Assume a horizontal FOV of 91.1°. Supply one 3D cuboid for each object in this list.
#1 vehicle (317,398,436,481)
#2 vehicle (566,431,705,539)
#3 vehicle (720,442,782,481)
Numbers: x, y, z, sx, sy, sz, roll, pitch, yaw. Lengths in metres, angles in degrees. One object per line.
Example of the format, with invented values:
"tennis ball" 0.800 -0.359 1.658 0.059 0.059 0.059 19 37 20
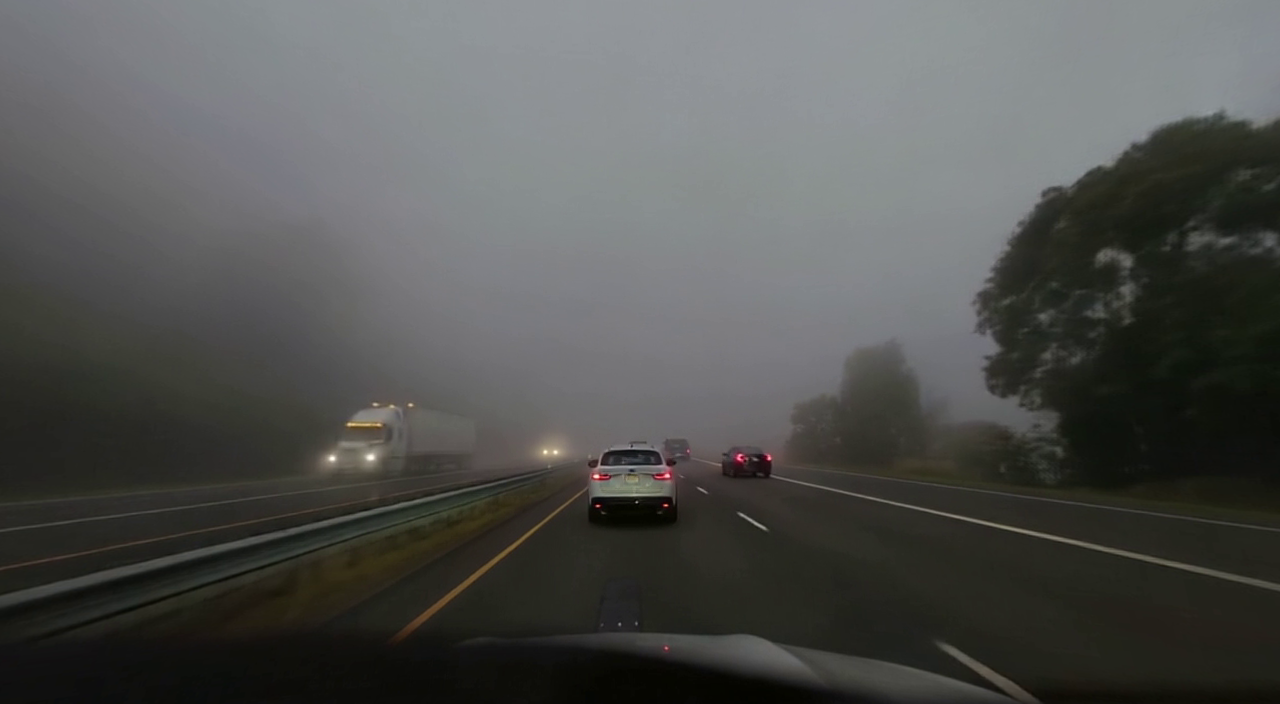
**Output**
"vehicle" -13.542 4.640 33.159 3.152 3.893 6.812 -1 -9 1
"vehicle" -0.105 2.282 11.336 2.088 1.580 3.657 0 -9 -1
"vehicle" 4.695 4.694 27.167 1.931 1.516 3.995 0 -9 -1
